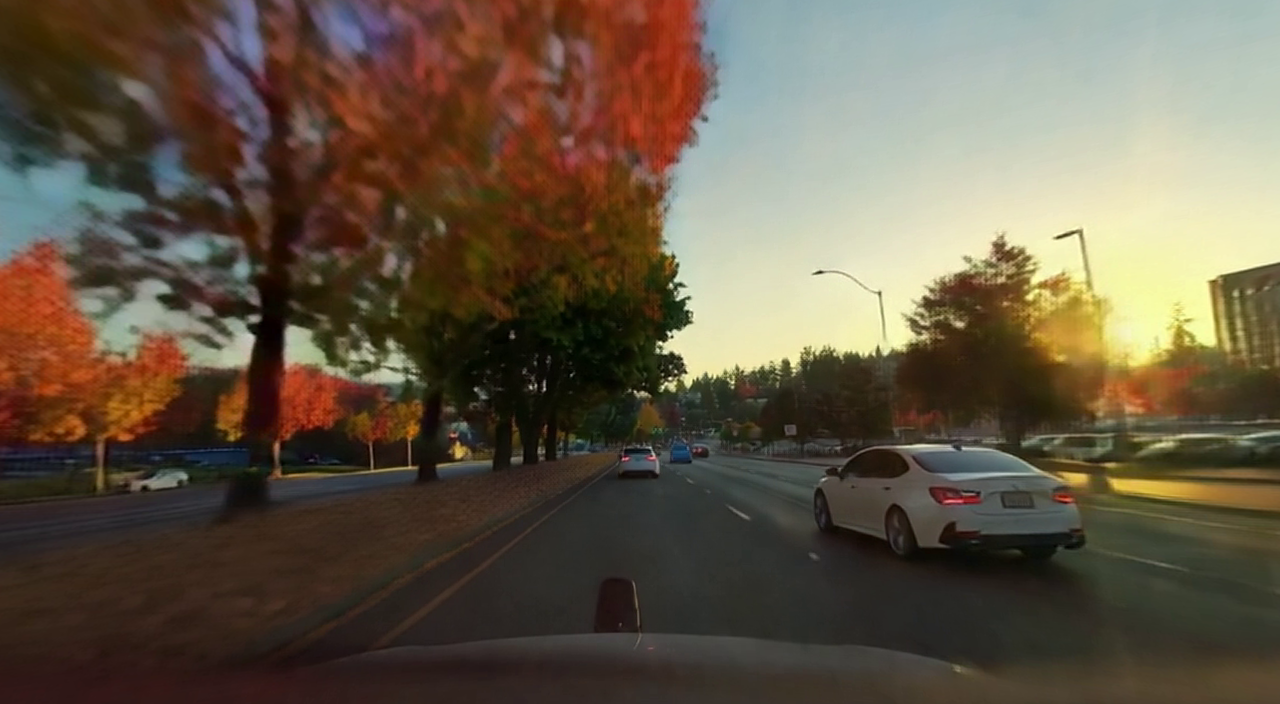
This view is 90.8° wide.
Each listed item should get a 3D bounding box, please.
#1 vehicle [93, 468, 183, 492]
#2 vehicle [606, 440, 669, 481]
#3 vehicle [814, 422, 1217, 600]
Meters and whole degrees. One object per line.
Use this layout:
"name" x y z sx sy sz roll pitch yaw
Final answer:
"vehicle" -33.775 8.588 42.569 4.571 1.480 2.013 -1 -9 8
"vehicle" -0.143 4.281 25.148 2.289 1.471 4.477 0 -9 -2
"vehicle" 3.773 1.660 7.543 2.094 1.480 4.323 0 -9 -1
